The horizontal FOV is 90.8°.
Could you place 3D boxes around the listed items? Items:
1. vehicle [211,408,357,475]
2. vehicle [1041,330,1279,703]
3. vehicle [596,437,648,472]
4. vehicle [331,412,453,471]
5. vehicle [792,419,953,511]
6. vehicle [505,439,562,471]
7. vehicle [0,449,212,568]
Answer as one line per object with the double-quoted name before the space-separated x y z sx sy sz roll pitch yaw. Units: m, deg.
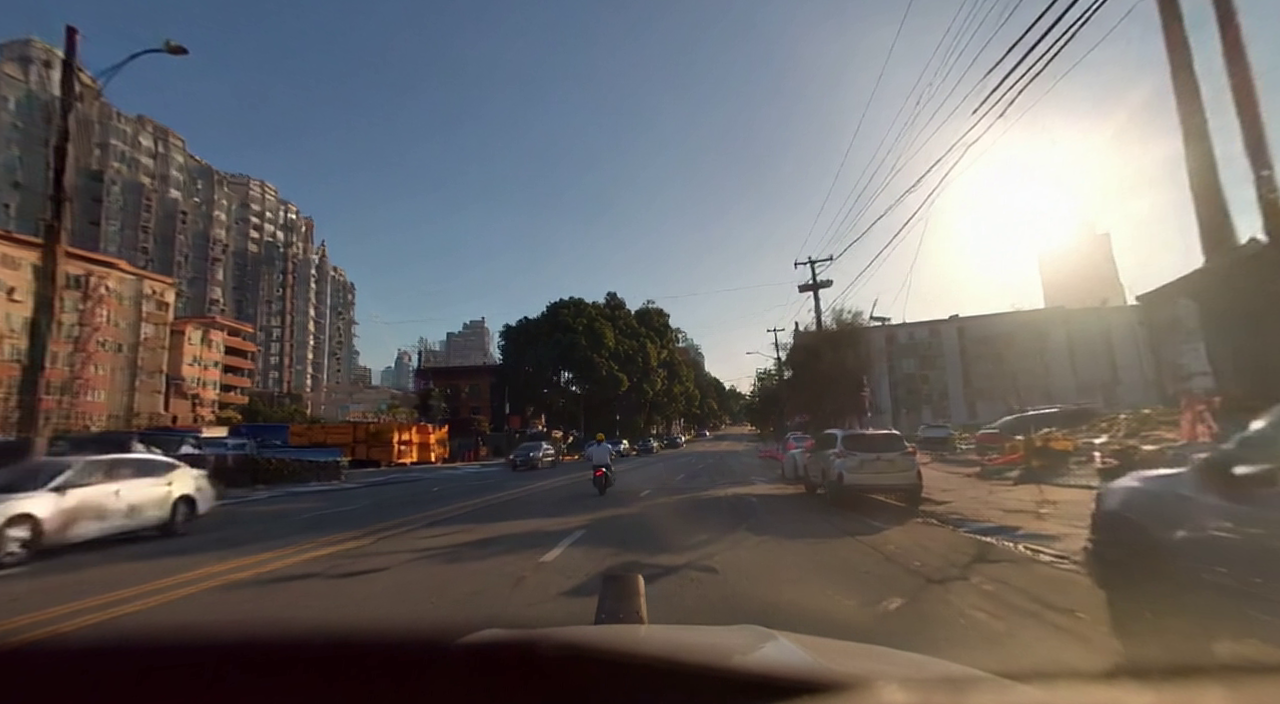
"vehicle" -20.792 5.317 37.802 3.283 3.441 8.669 -2 -8 4
"vehicle" 3.851 0.689 1.856 2.171 1.832 5.180 -1 -8 4
"vehicle" -0.825 5.077 31.504 1.925 1.602 4.090 -1 -8 8
"vehicle" -14.835 5.517 38.838 2.990 3.144 9.080 -1 -9 6
"vehicle" 5.297 2.670 15.377 2.387 1.820 5.286 -1 -8 6
"vehicle" -6.313 6.174 37.964 2.053 1.771 4.684 -1 -9 7
"vehicle" -9.358 2.303 9.802 1.905 1.536 4.714 -1 -8 4
